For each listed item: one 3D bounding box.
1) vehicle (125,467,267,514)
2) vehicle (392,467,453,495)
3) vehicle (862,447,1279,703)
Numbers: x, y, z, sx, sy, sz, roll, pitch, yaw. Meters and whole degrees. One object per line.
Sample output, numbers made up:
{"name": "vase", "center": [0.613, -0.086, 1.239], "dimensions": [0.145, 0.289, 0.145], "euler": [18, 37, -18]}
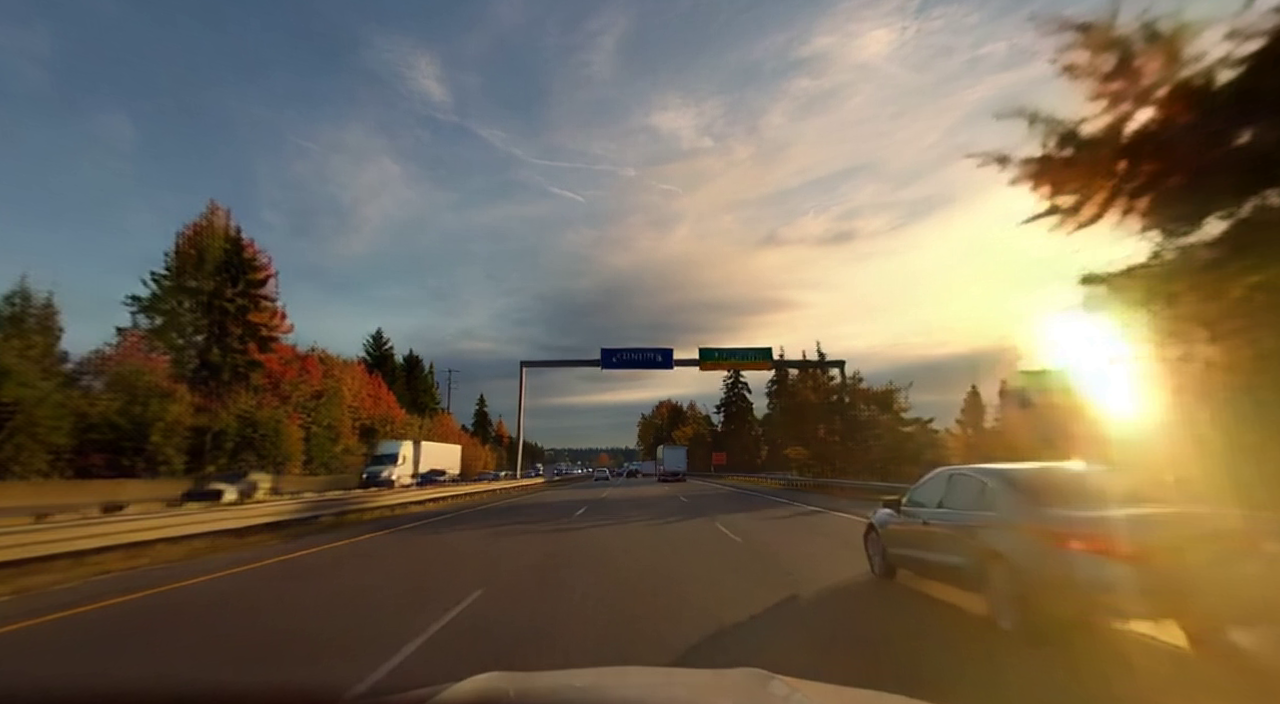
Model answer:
{"name": "vehicle", "center": [-15.894, 4.963, 22.941], "dimensions": [1.863, 1.471, 4.543], "euler": [1, -11, 0]}
{"name": "vehicle", "center": [-12.191, 7.261, 35.586], "dimensions": [1.860, 1.458, 4.370], "euler": [1, -11, 0]}
{"name": "vehicle", "center": [3.942, 1.715, 5.847], "dimensions": [2.051, 1.472, 4.547], "euler": [1, -11, -1]}
